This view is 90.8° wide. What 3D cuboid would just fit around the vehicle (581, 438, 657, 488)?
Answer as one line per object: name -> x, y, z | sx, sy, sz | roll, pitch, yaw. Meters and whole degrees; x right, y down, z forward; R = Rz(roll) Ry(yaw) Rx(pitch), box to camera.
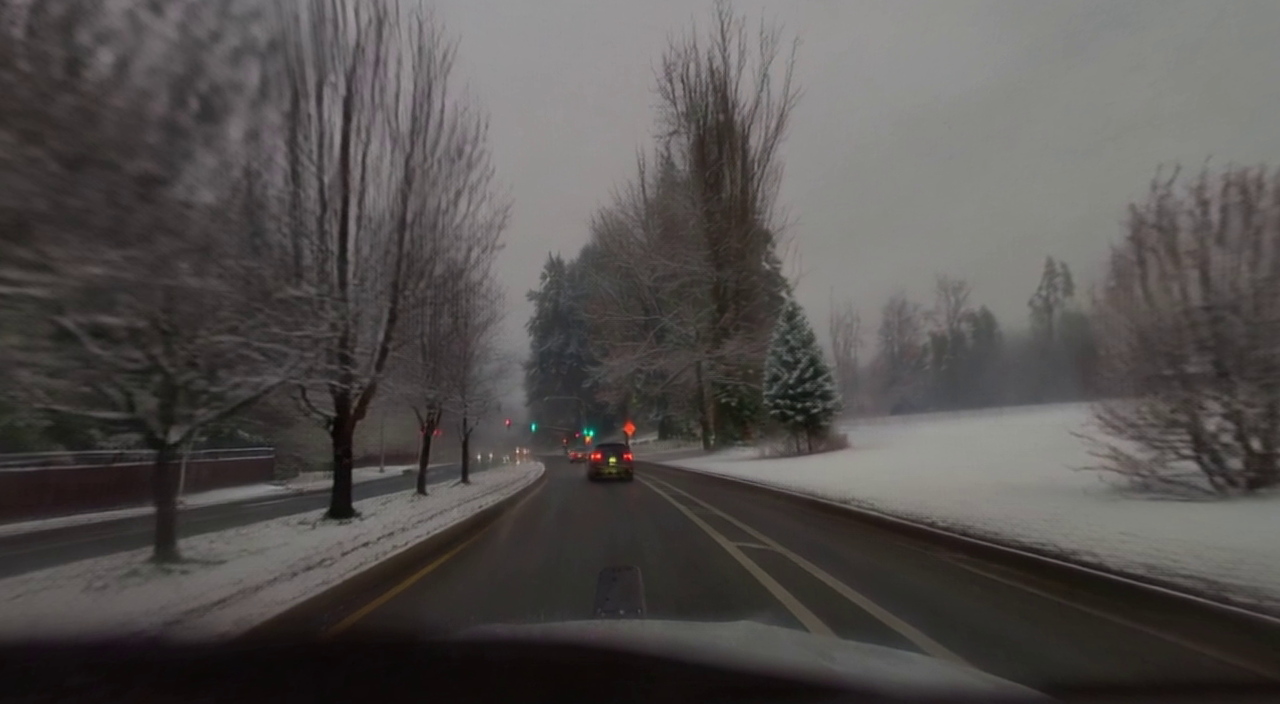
vehicle -> -0.847, 3.752, 21.688 | 2.266, 1.508, 4.430 | 1, -9, -7
